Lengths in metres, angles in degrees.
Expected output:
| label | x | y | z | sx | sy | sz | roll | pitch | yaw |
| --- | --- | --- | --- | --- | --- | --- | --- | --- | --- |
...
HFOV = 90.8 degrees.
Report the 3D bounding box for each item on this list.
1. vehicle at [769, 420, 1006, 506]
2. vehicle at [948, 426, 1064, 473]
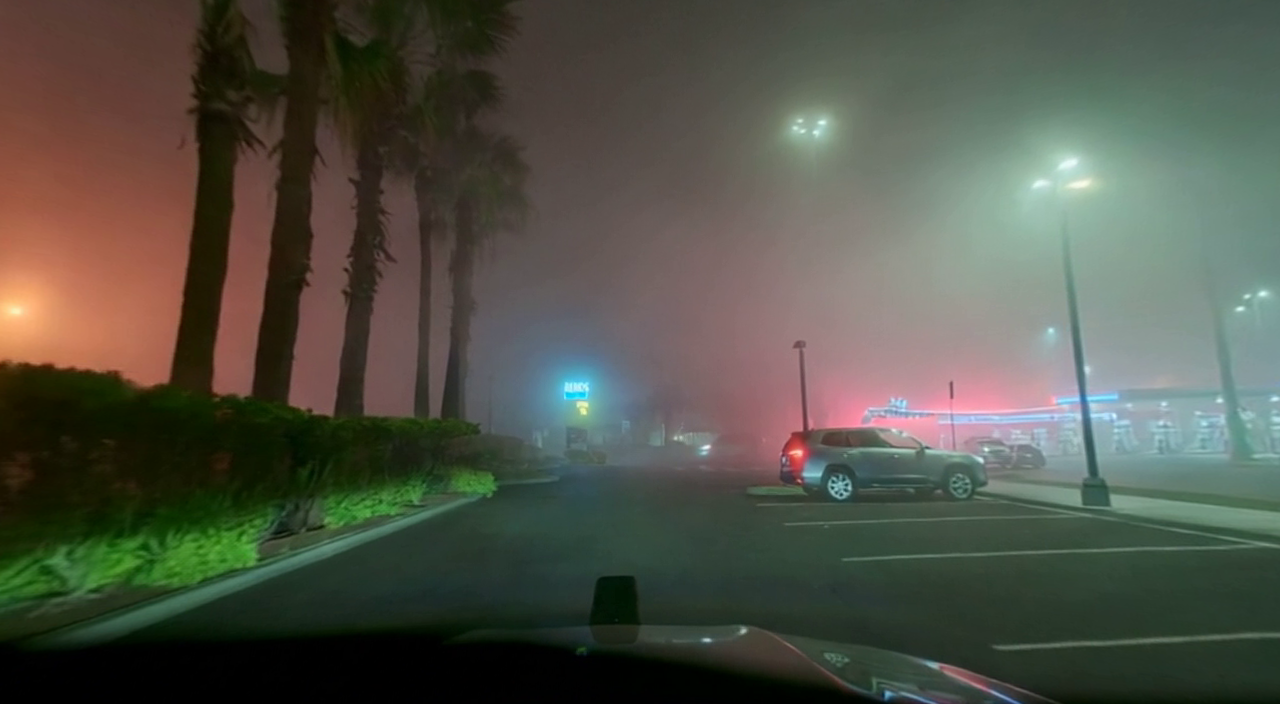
| label | x | y | z | sx | sy | sz | roll | pitch | yaw |
| --- | --- | --- | --- | --- | --- | --- | --- | --- | --- |
| vehicle | 5.573 | 2.539 | 14.737 | 4.560 | 1.818 | 2.148 | 0 | -8 | -3 |
| vehicle | 16.024 | 4.298 | 28.015 | 2.028 | 1.850 | 4.731 | 0 | -8 | -4 |
